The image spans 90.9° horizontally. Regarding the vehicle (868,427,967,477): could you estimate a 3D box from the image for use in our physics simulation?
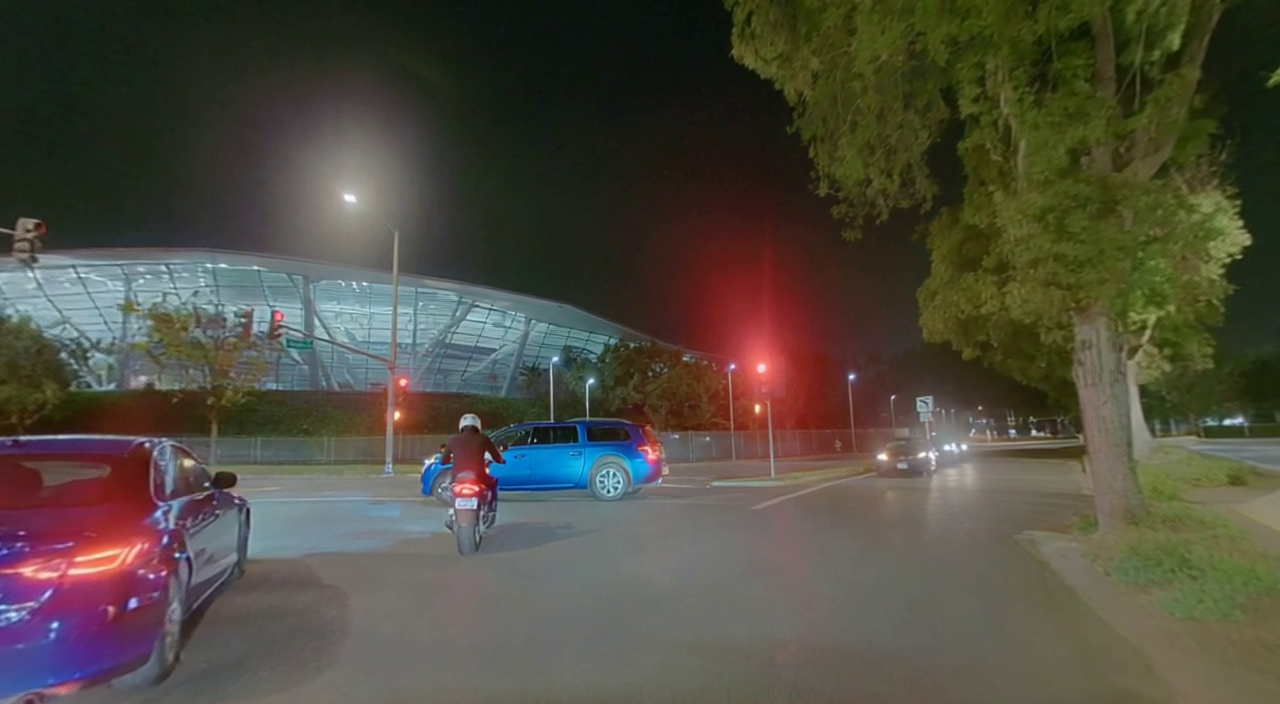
[{"bbox_3d":[10.346,3.659,23.320,2.084,1.656,4.583,-7,-11,38],"label":"vehicle"}]

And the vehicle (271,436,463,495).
[{"bbox_3d":[-7.373,3.100,17.352,4.401,1.480,1.864,-1,-8,3],"label":"vehicle"}]

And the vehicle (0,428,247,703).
[{"bbox_3d":[-4.142,1.306,4.370,2.009,1.450,4.182,5,-10,-36],"label":"vehicle"}]

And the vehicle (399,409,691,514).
[{"bbox_3d":[-2.059,2.320,13.867,5.833,1.960,2.341,2,-9,-16],"label":"vehicle"}]
